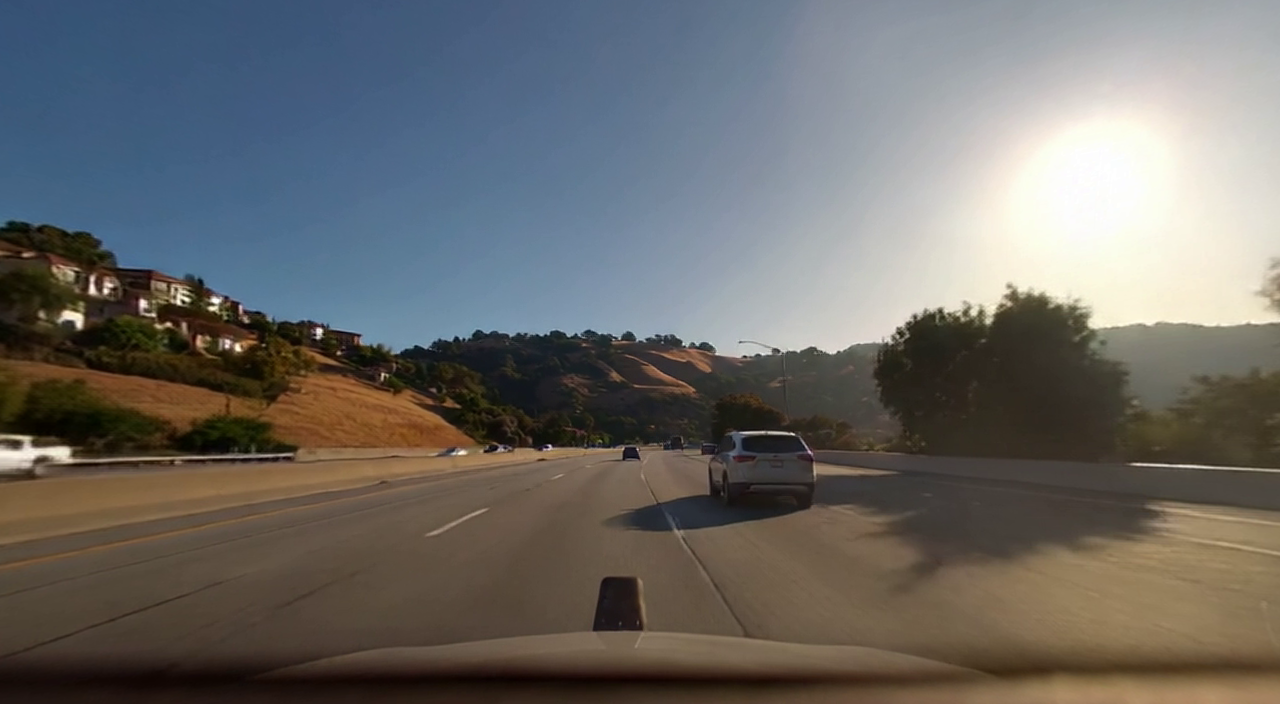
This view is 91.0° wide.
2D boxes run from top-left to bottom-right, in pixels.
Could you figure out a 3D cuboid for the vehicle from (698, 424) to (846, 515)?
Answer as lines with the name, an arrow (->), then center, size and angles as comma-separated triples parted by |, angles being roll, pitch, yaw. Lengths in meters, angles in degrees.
vehicle -> 2.832, 2.673, 14.799 | 2.318, 1.766, 4.587 | 0, -9, -2
